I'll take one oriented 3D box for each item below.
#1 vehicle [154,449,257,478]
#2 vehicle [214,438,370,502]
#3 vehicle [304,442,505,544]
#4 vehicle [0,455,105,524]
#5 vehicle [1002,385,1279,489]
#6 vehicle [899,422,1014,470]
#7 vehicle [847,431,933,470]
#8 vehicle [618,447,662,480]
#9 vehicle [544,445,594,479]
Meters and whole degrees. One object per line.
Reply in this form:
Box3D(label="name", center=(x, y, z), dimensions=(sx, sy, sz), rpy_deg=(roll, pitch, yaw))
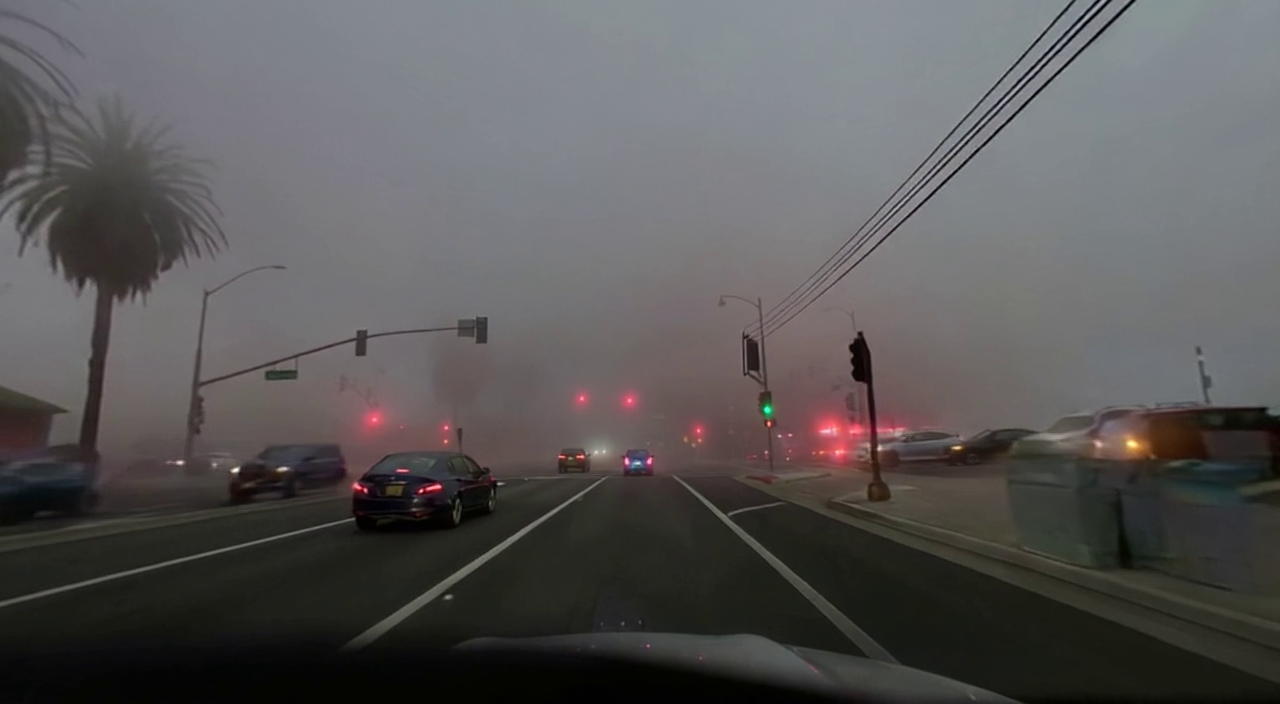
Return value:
Box3D(label="vehicle", center=(-30.910, 7.921, 44.762), dimensions=(5.616, 1.927, 2.324), rpy_deg=(-1, -8, 2))
Box3D(label="vehicle", center=(-11.775, 3.998, 21.869), dimensions=(2.286, 1.922, 5.328), rpy_deg=(0, -8, 1))
Box3D(label="vehicle", center=(-4.021, 2.449, 11.675), dimensions=(1.904, 1.513, 4.410), rpy_deg=(-1, -8, 2))
Box3D(label="vehicle", center=(-15.626, 3.240, 14.832), dimensions=(1.946, 1.514, 4.498), rpy_deg=(0, -8, 0))
Box3D(label="vehicle", center=(11.064, 2.058, 14.648), dimensions=(2.111, 1.875, 5.301), rpy_deg=(-3, -10, 1))
Box3D(label="vehicle", center=(13.784, 4.157, 27.877), dimensions=(2.345, 1.886, 5.809), rpy_deg=(-1, -8, 3))
Box3D(label="vehicle", center=(11.107, 4.415, 28.254), dimensions=(1.982, 1.623, 4.211), rpy_deg=(0, -8, -2))
Box3D(label="vehicle", center=(0.036, 5.566, 31.664), dimensions=(2.094, 1.496, 4.070), rpy_deg=(0, -8, 1))
Box3D(label="vehicle", center=(-3.592, 5.658, 32.506), dimensions=(1.979, 1.634, 3.957), rpy_deg=(-1, -8, 2))
